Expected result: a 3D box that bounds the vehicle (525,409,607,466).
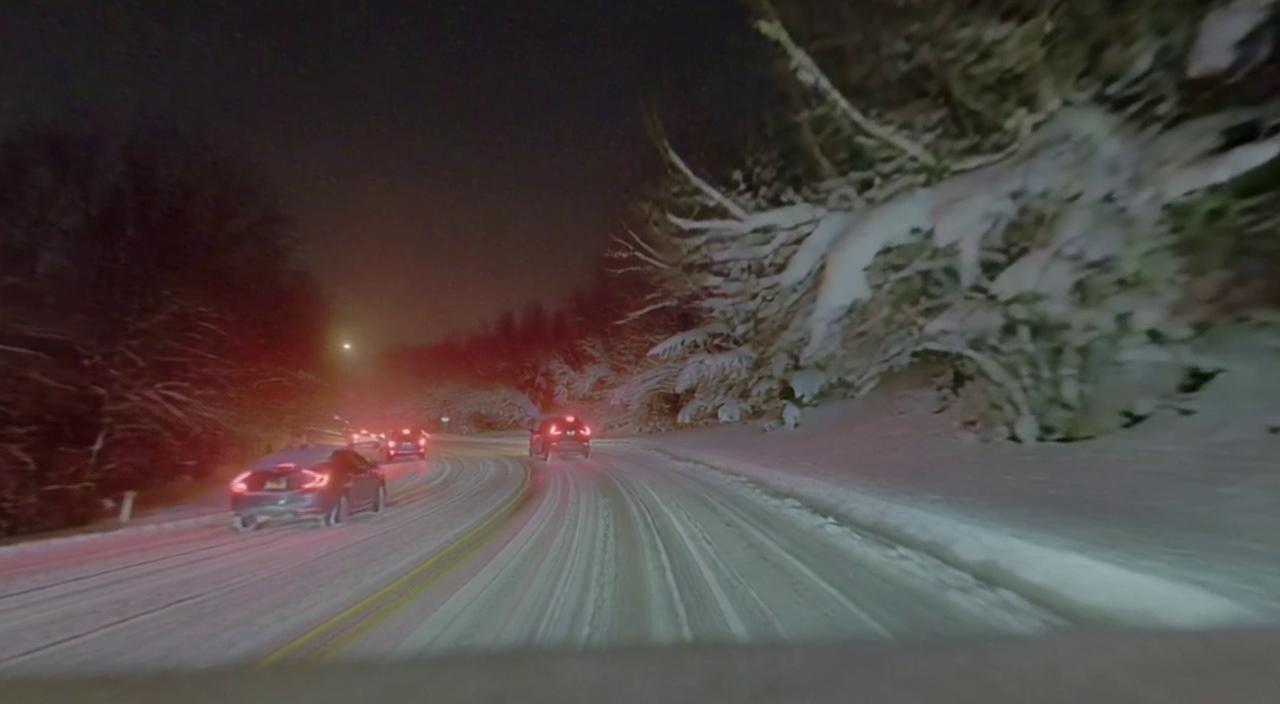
[{"bbox_3d":[-3.210,3.563,26.059,2.500,1.961,5.637,-1,-8,-15],"label":"vehicle"}]
